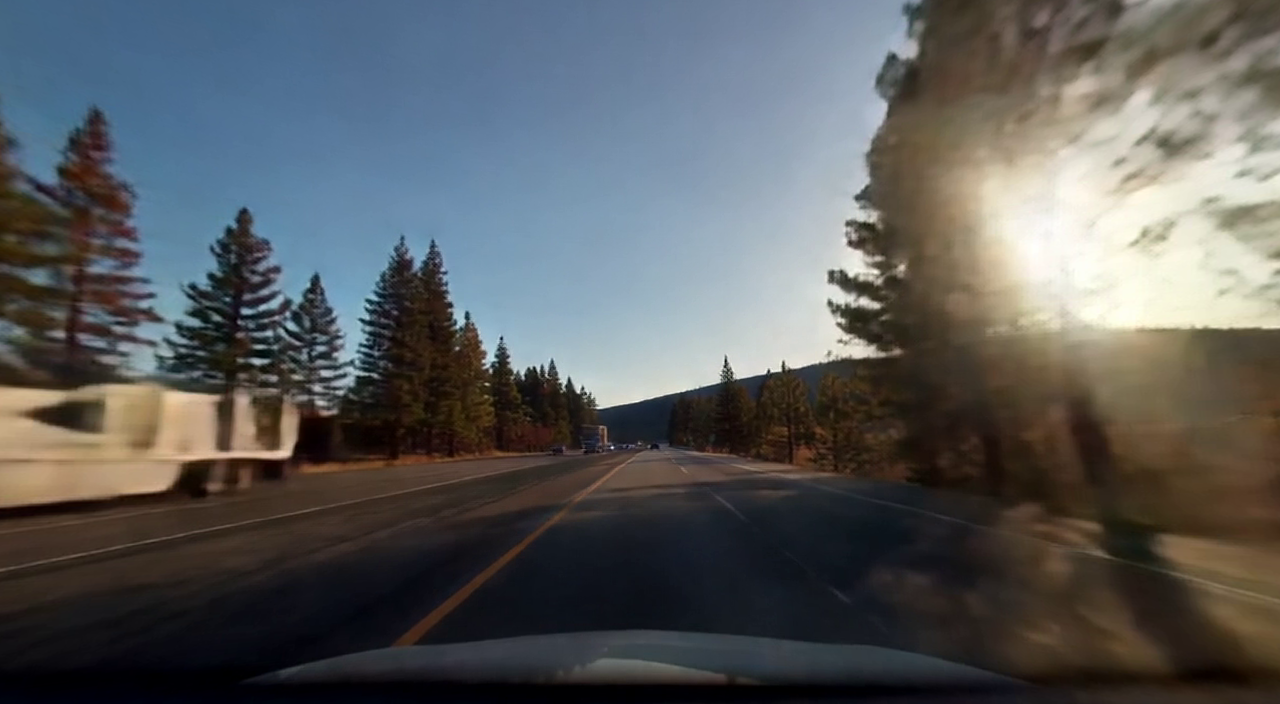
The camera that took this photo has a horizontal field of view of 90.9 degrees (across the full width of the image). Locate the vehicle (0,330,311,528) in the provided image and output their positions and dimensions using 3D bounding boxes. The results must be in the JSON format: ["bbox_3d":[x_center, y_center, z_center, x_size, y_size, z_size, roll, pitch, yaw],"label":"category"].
[{"bbox_3d":[-13.431,1.829,14.368,2.905,3.684,16.268,0,-8,1],"label":"vehicle"}]
